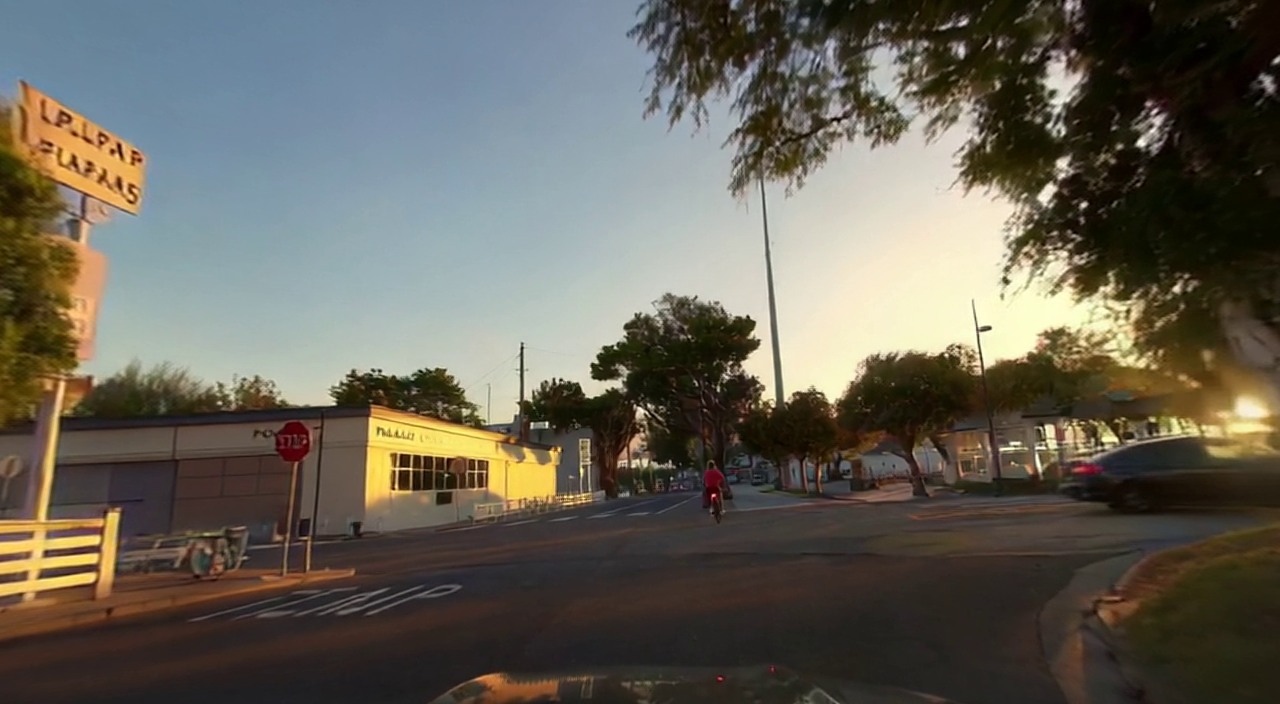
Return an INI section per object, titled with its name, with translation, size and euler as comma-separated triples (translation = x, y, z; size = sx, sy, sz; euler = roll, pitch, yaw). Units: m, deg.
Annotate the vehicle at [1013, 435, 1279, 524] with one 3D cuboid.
[vehicle]
translation = 10.379, 2.348, 11.983
size = 5.323, 1.479, 2.112
euler = -3, -9, 21
